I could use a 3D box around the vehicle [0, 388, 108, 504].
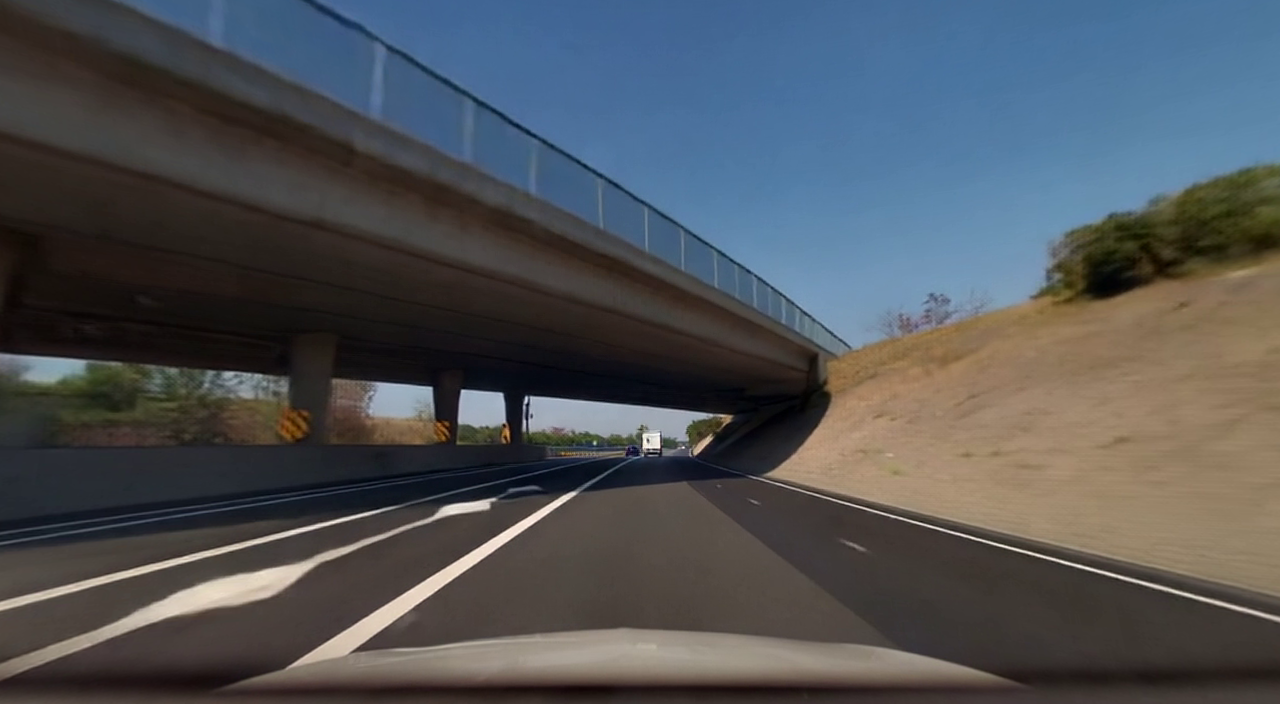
[{"bbox_3d":[-23.540,2.851,19.137,2.899,3.944,13.450,0,-9,1],"label":"vehicle"}]
